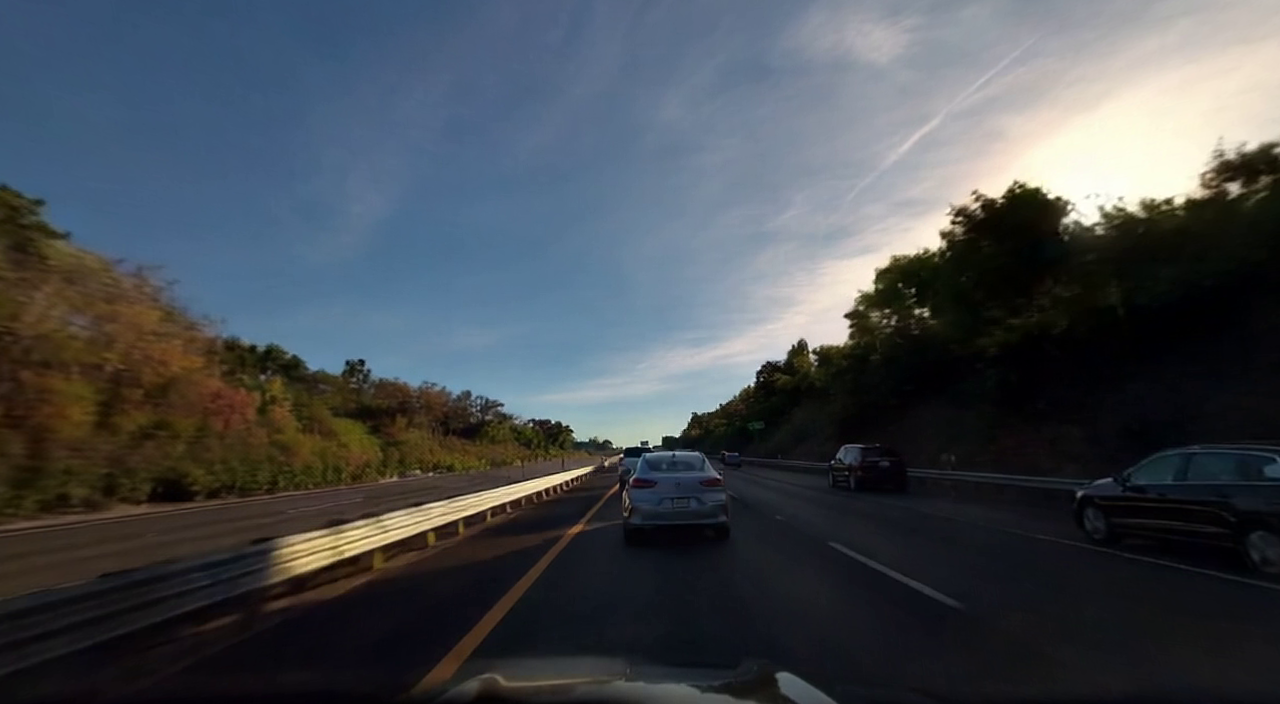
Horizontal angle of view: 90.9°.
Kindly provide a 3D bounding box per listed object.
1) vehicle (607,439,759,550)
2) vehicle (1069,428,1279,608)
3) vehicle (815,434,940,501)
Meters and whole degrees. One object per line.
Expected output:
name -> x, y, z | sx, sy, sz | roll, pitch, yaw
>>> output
vehicle -> 0.577, 2.258, 10.569 | 2.076, 1.485, 3.774 | 0, -9, 0
vehicle -> 6.351, 1.464, 5.767 | 1.965, 1.484, 4.090 | 0, -9, 0
vehicle -> 6.772, 3.338, 18.525 | 1.980, 1.702, 4.235 | 0, -9, 0
